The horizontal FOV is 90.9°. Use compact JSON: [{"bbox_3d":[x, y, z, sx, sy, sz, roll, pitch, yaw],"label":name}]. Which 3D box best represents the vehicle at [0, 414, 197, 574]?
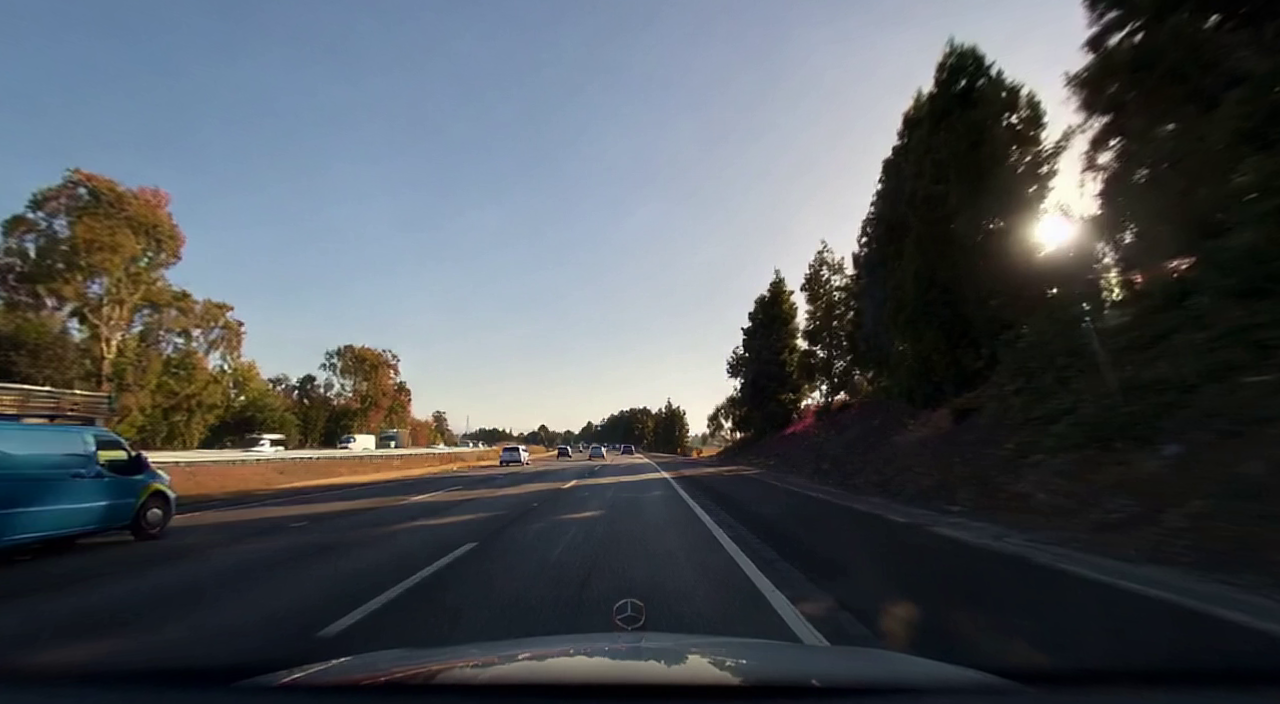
[{"bbox_3d":[-8.163,1.676,7.634,2.093,1.752,4.771,0,-9,0],"label":"vehicle"}]

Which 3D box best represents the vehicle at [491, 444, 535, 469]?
[{"bbox_3d":[-8.110,6.752,40.777,1.958,1.499,4.437,0,-9,0],"label":"vehicle"}]
